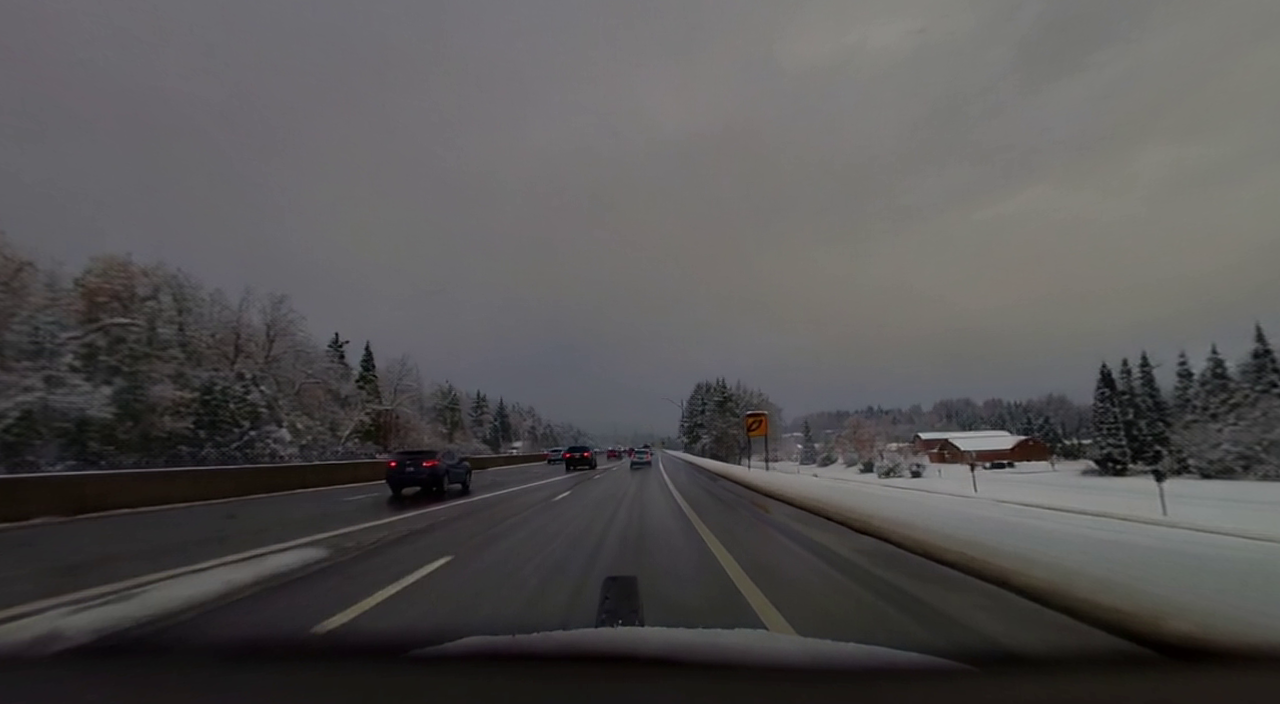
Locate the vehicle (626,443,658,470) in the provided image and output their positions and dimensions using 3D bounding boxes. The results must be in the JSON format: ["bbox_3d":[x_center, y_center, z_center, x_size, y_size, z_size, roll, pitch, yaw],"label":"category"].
[{"bbox_3d":[0.206,7.407,44.964,2.179,1.742,4.396,-1,-9,2],"label":"vehicle"}]

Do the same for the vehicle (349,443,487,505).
[{"bbox_3d":[-6.370,3.540,18.888,2.102,1.562,4.884,-1,-9,4],"label":"vehicle"}]
